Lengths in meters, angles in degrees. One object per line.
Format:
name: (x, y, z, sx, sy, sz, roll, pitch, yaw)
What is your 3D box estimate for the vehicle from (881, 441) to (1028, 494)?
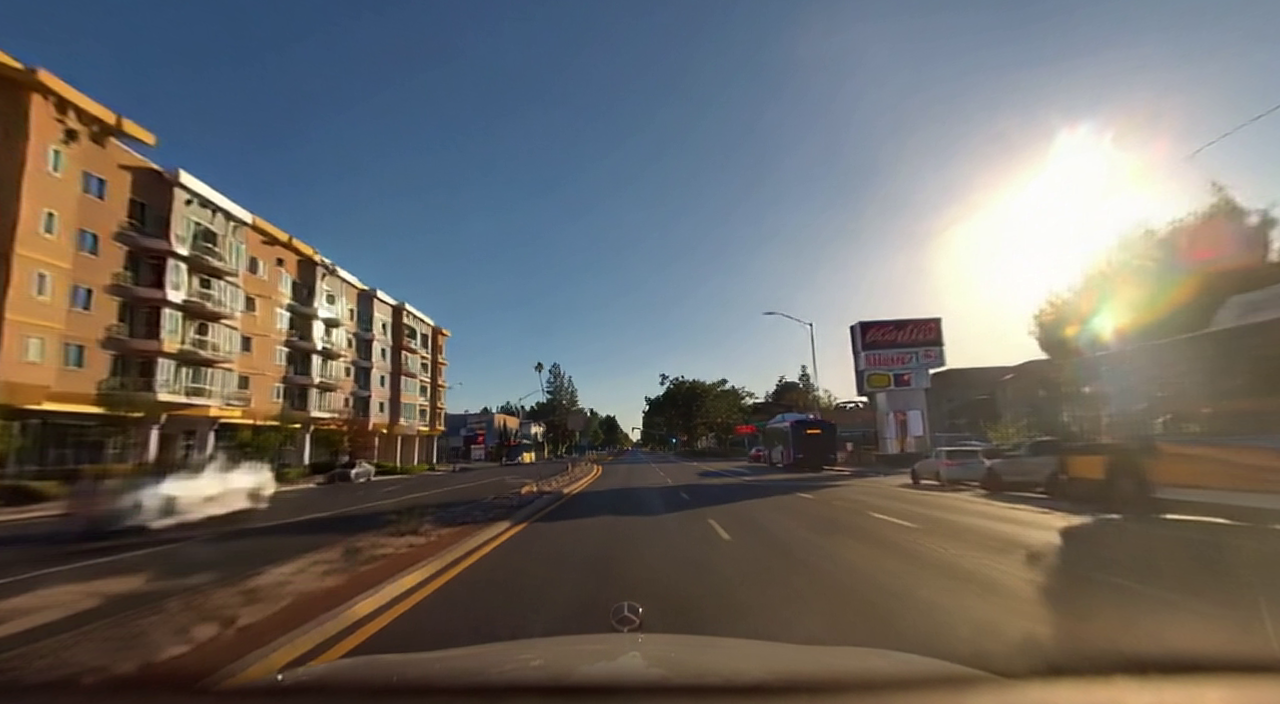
vehicle: (10.021, 3.692, 20.718, 2.023, 1.494, 5.029, 0, -8, -3)

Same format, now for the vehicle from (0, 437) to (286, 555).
vehicle: (-8.873, 2.418, 11.506, 1.939, 1.643, 4.975, 0, -8, 0)

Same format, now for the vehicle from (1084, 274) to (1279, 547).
vehicle: (9.966, 0.697, 7.857, 2.897, 3.584, 7.857, 0, -9, -2)

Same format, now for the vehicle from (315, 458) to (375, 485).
vehicle: (-19.552, 7.927, 42.138, 1.984, 1.578, 4.507, -1, -8, -2)

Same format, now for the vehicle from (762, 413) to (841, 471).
vehicle: (9.792, 5.619, 39.184, 2.923, 3.249, 6.993, 0, -8, 0)
